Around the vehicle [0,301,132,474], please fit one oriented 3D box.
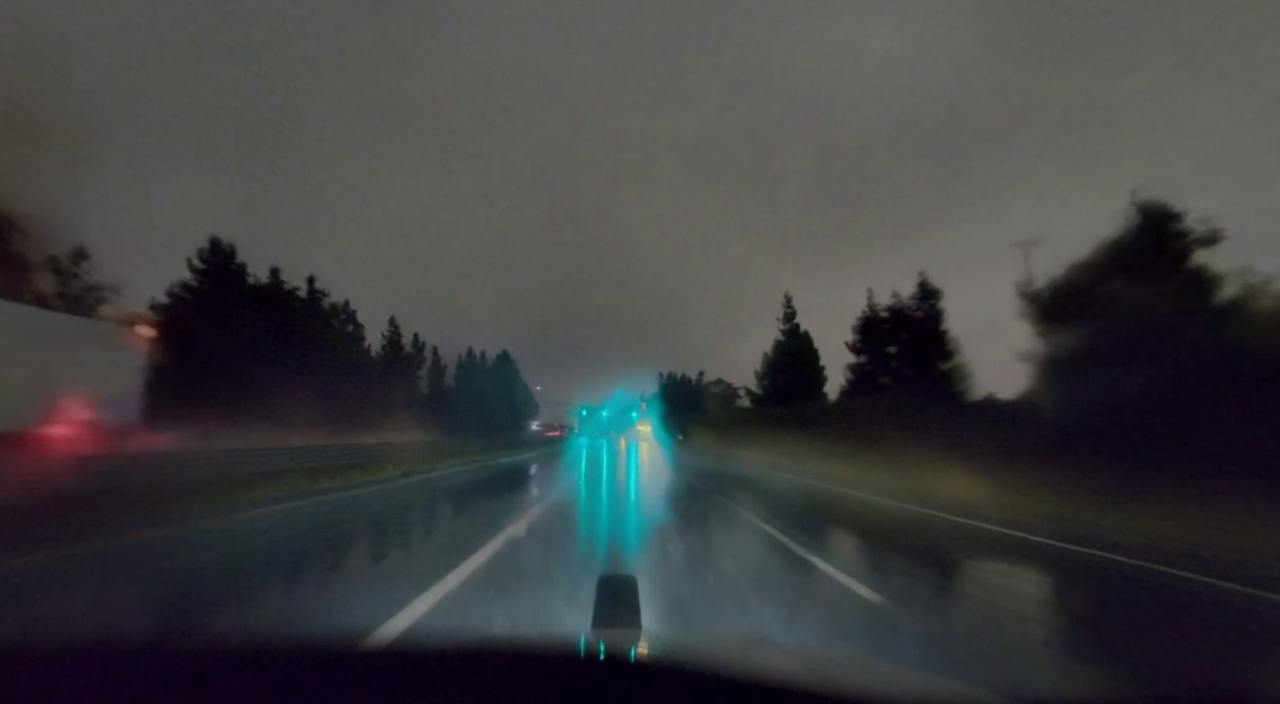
[{"bbox_3d":[-16.469,0.408,11.594,2.929,4.048,13.972,0,-8,-2],"label":"vehicle"}]
